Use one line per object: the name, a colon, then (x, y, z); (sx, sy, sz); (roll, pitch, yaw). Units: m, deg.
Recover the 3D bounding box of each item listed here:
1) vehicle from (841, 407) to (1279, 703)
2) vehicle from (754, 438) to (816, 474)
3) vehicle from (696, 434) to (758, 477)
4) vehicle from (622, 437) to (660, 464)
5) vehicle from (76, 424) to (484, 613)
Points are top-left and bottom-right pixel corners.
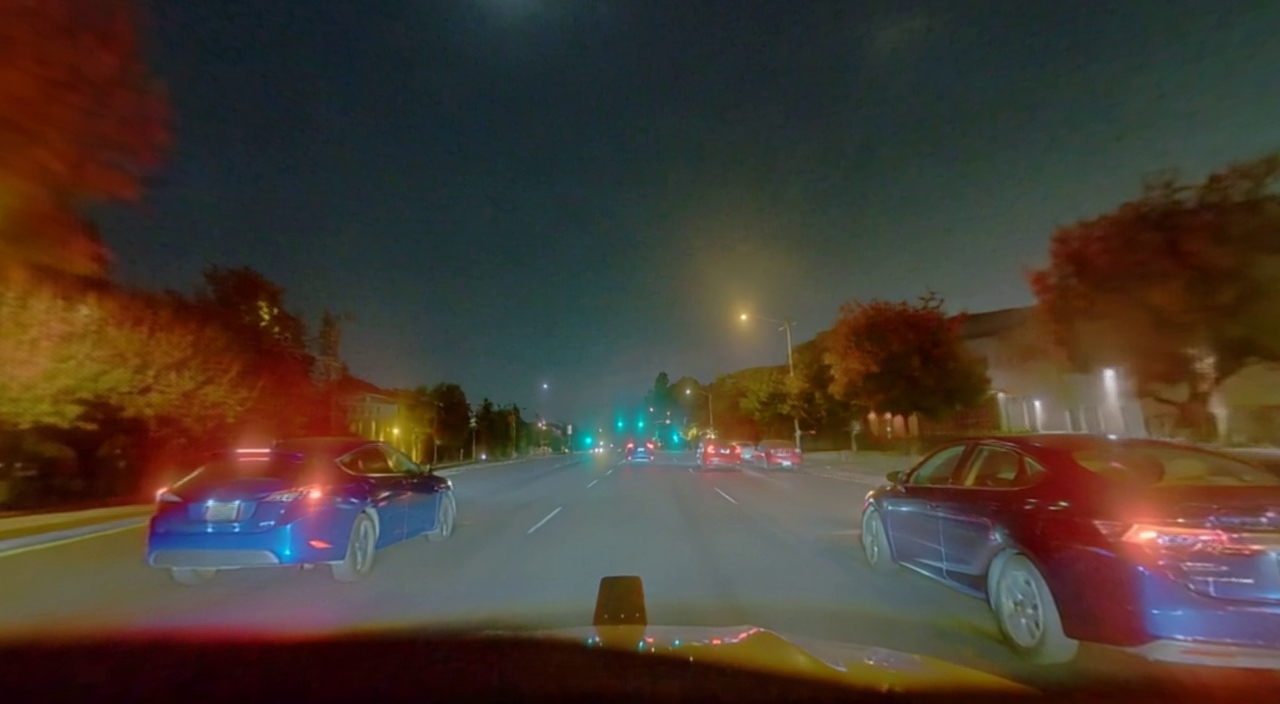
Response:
vehicle: (3.304, 1.293, 4.820); (2.060, 1.474, 4.475); (0, -8, 0)
vehicle: (7.078, 5.108, 31.102); (1.933, 1.647, 4.487); (0, -8, -1)
vehicle: (3.622, 4.402, 26.933); (2.019, 1.675, 4.488); (0, -8, 0)
vehicle: (0.086, 6.289, 40.199); (2.293, 1.662, 4.262); (0, -8, 1)
vehicle: (-3.442, 1.659, 7.325); (1.997, 1.479, 4.547); (0, -8, 1)
